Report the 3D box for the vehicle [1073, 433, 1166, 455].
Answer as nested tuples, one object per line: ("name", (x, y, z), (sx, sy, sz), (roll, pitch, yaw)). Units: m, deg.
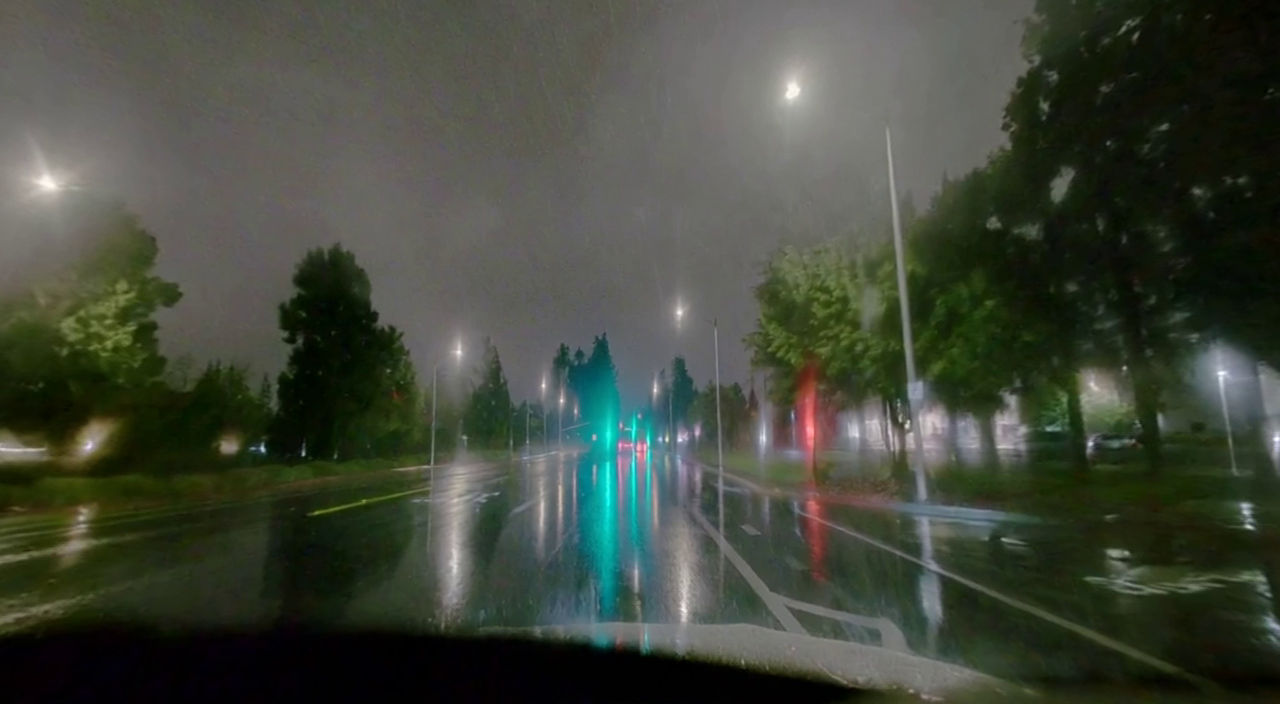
("vehicle", (33.367, 6.412, 44.052), (4.864, 1.474, 1.871), (0, -8, 2))
